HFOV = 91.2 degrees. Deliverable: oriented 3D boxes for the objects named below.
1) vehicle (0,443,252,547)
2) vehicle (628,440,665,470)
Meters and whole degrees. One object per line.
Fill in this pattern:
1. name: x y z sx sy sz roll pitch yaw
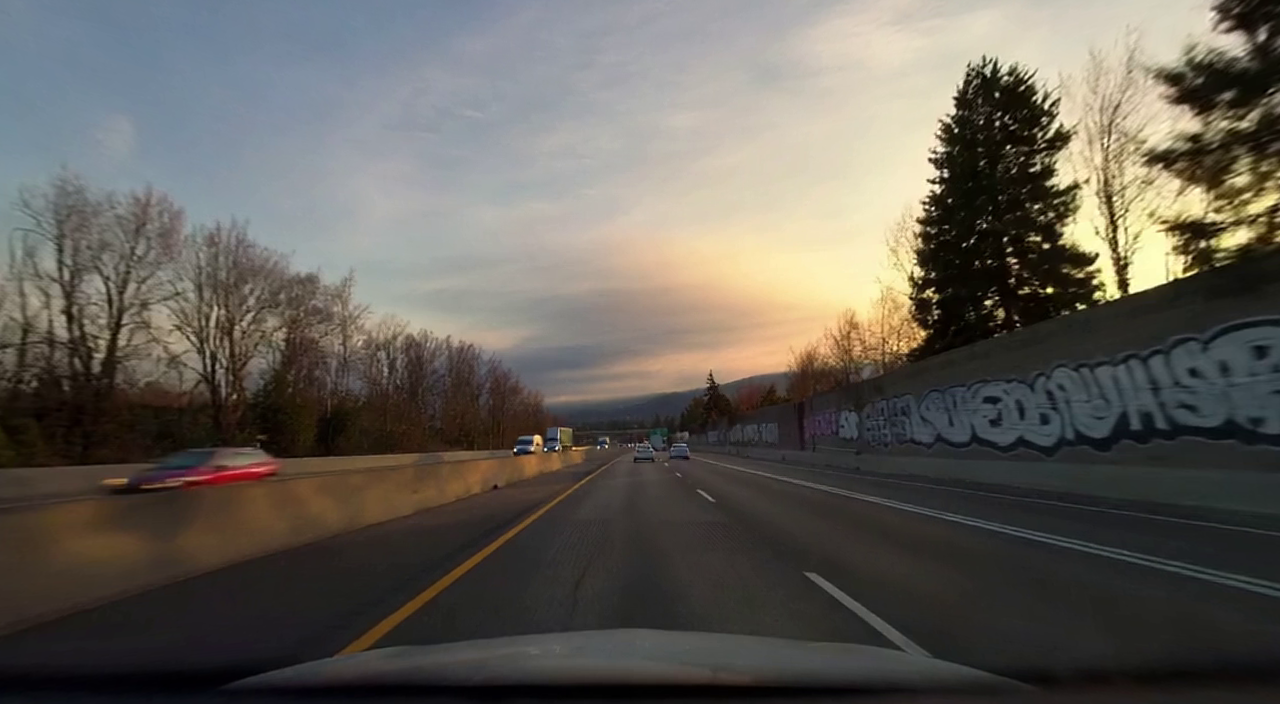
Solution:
1. vehicle: -9.465 2.465 11.480 2.087 1.520 4.147 0 -9 -1
2. vehicle: 0.340 6.124 37.401 2.095 1.671 4.219 0 -9 -1
